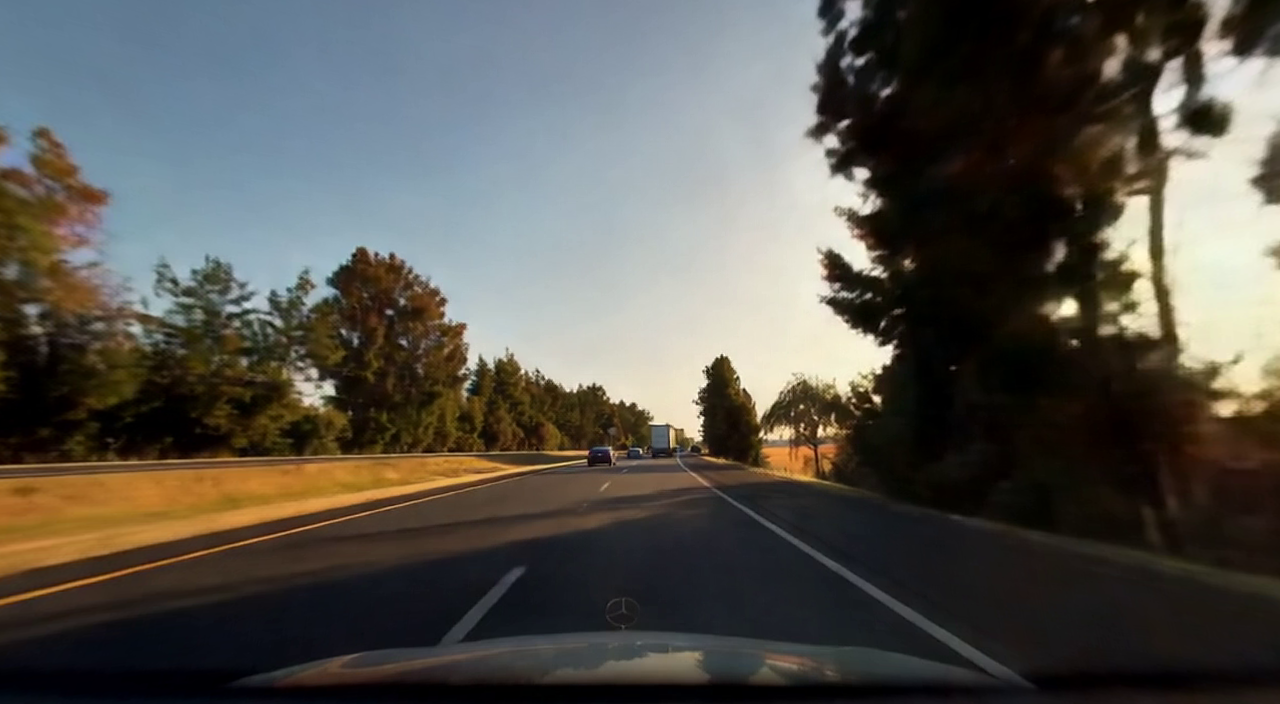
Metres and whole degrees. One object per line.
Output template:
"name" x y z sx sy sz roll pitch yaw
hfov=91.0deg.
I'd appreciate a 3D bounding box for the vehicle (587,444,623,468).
"vehicle" -2.384 7.225 43.909 2.199 1.555 4.451 0 -9 1
